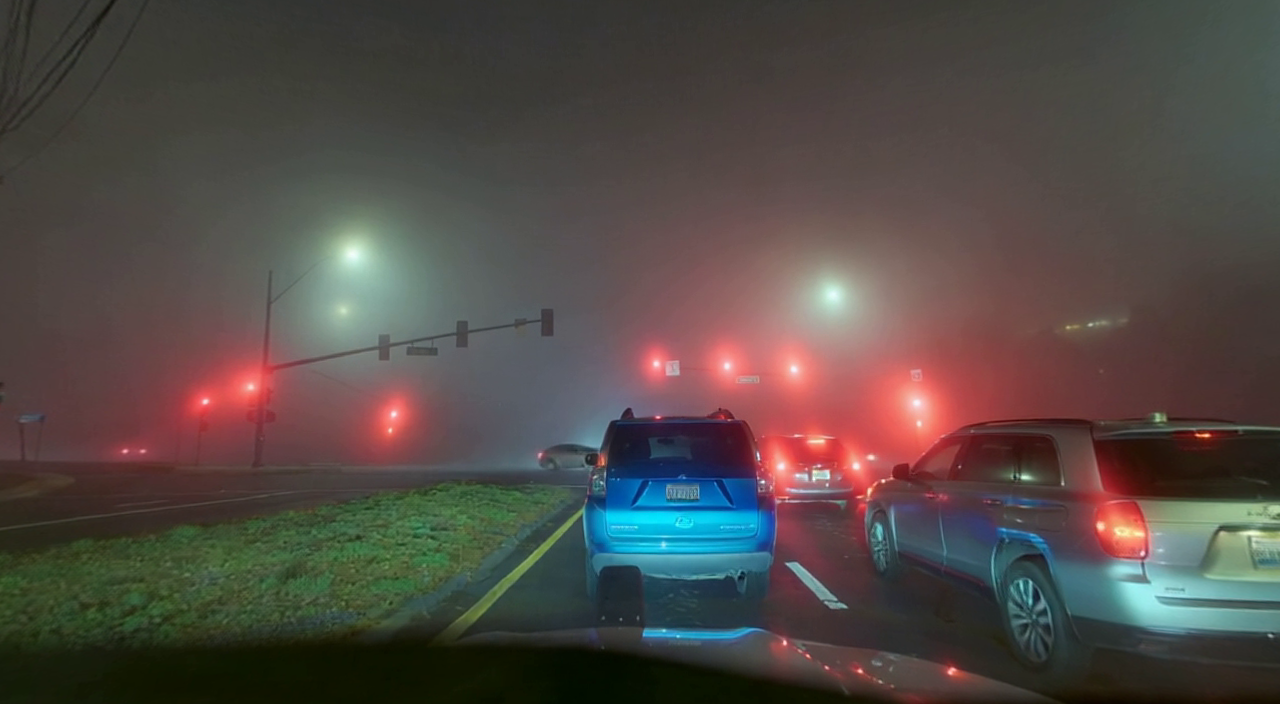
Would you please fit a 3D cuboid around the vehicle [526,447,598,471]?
[{"bbox_3d":[-4.992,6.777,40.191,4.411,1.466,1.998,2,-9,-11],"label":"vehicle"}]

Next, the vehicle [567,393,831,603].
[{"bbox_3d":[0.448,1.561,7.624,2.240,1.778,4.335,0,-8,-1],"label":"vehicle"}]

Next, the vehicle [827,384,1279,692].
[{"bbox_3d":[3.405,1.341,5.786,1.990,1.649,4.625,0,-8,0],"label":"vehicle"}]
